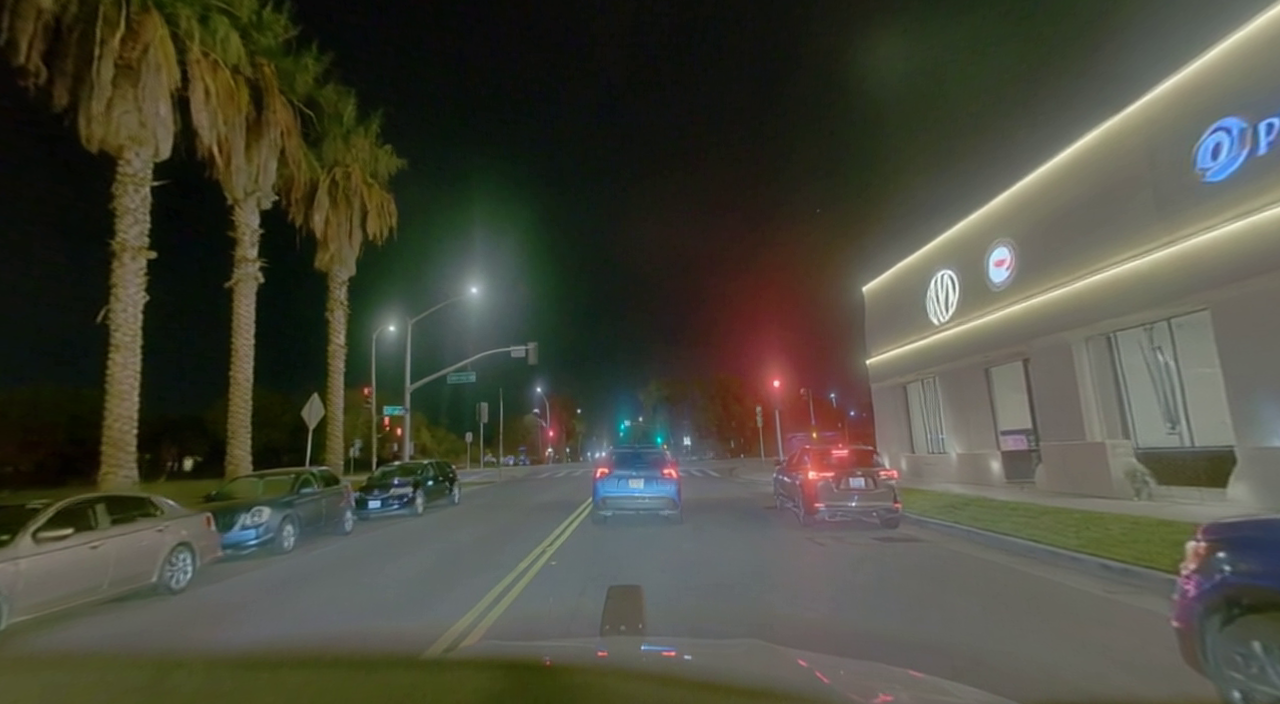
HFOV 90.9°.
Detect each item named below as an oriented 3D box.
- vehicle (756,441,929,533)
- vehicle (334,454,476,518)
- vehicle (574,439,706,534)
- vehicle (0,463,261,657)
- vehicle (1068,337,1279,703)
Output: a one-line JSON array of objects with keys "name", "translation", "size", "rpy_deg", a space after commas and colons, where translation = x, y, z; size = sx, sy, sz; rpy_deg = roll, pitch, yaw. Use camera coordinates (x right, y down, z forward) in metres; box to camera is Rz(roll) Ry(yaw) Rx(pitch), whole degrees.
[{"name": "vehicle", "translation": [3.583, 2.440, 12.135], "size": [1.821, 1.417, 4.454], "rpy_deg": [0, -8, -1]}, {"name": "vehicle", "translation": [-6.343, 3.649, 17.767], "size": [2.105, 1.469, 4.693], "rpy_deg": [0, -8, 1]}, {"name": "vehicle", "translation": [-0.017, 2.411, 11.964], "size": [2.060, 1.452, 4.078], "rpy_deg": [0, -8, 0]}, {"name": "vehicle", "translation": [-6.161, 1.929, 6.340], "size": [1.850, 1.482, 4.454], "rpy_deg": [0, -8, 1]}, {"name": "vehicle", "translation": [3.620, 0.632, 1.154], "size": [2.099, 1.786, 5.198], "rpy_deg": [0, -8, 1]}]
